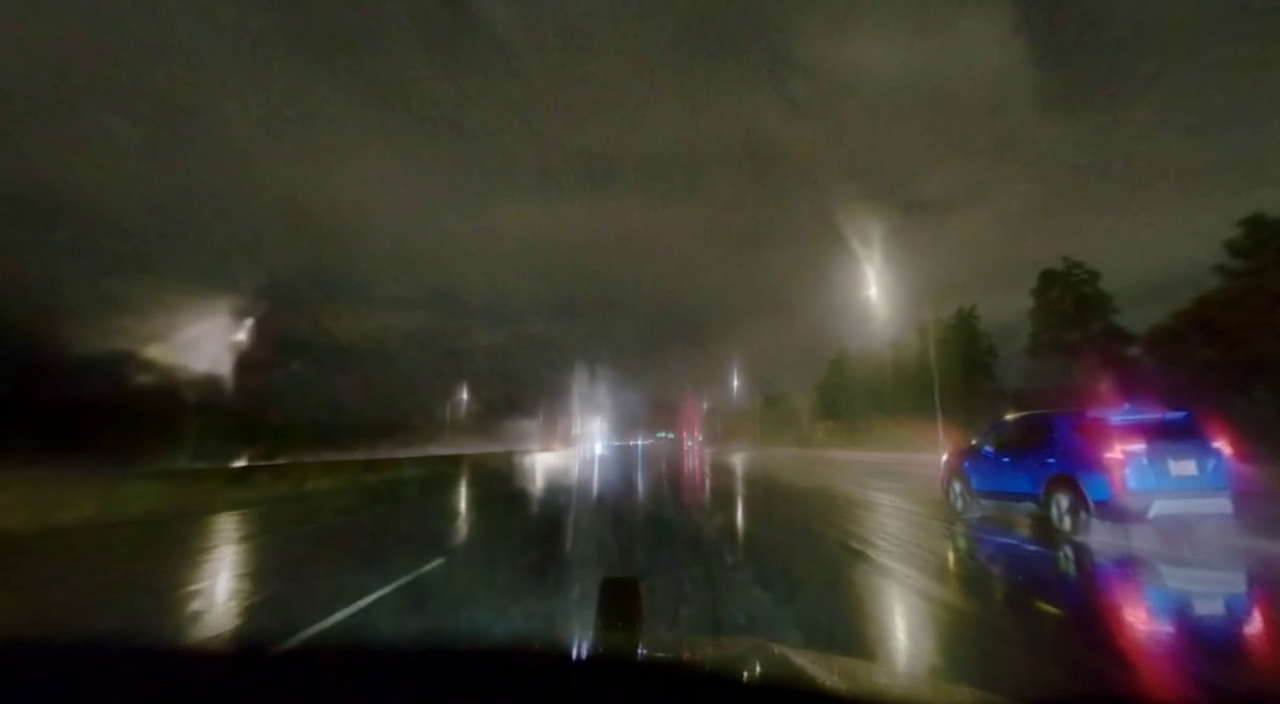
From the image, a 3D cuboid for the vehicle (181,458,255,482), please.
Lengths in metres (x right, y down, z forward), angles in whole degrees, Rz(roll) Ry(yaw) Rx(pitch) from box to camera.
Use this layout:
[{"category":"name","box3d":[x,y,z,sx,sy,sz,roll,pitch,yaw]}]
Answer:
[{"category":"vehicle","box3d":[-29.291,8.168,43.994,1.907,1.499,4.738,-1,-8,0]}]

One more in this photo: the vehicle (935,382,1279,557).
[{"category":"vehicle","box3d":[6.597,1.615,9.251,2.222,1.899,4.595,0,-8,-1]}]
